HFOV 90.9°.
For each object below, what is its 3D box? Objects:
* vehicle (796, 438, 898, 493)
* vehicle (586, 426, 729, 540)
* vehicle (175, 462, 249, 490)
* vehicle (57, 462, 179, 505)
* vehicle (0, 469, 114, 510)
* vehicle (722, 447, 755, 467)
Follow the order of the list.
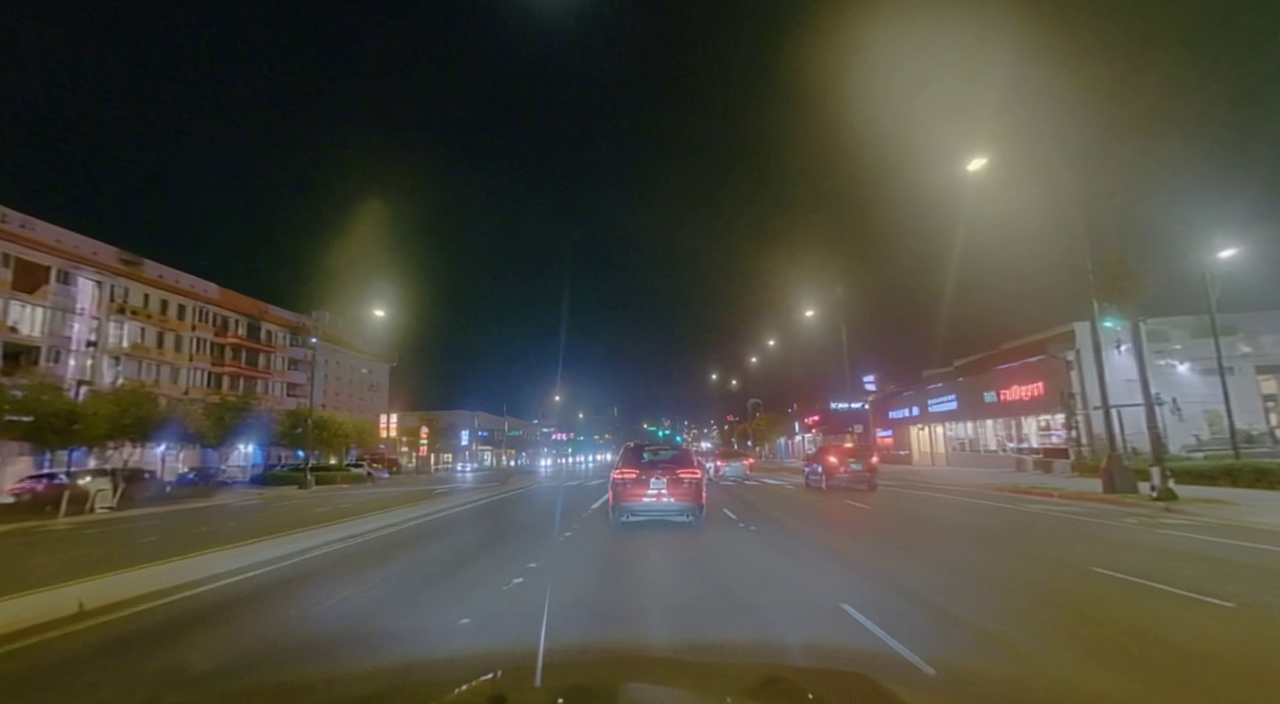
[{"bbox_3d":[6.739,3.738,21.094,2.086,1.627,4.294,0,-8,2],"label":"vehicle"},{"bbox_3d":[0.240,2.240,11.396,2.125,1.669,3.880,0,-8,-1],"label":"vehicle"},{"bbox_3d":[-27.876,8.064,41.176,1.861,1.578,4.152,0,-8,1],"label":"vehicle"},{"bbox_3d":[-25.865,6.490,31.500,2.026,1.808,4.835,0,-9,-2],"label":"vehicle"},{"bbox_3d":[-28.724,6.749,31.235,2.018,1.716,4.042,-2,-10,-5],"label":"vehicle"},{"bbox_3d":[7.746,8.313,49.993,1.900,1.507,4.151,0,-8,0],"label":"vehicle"}]
